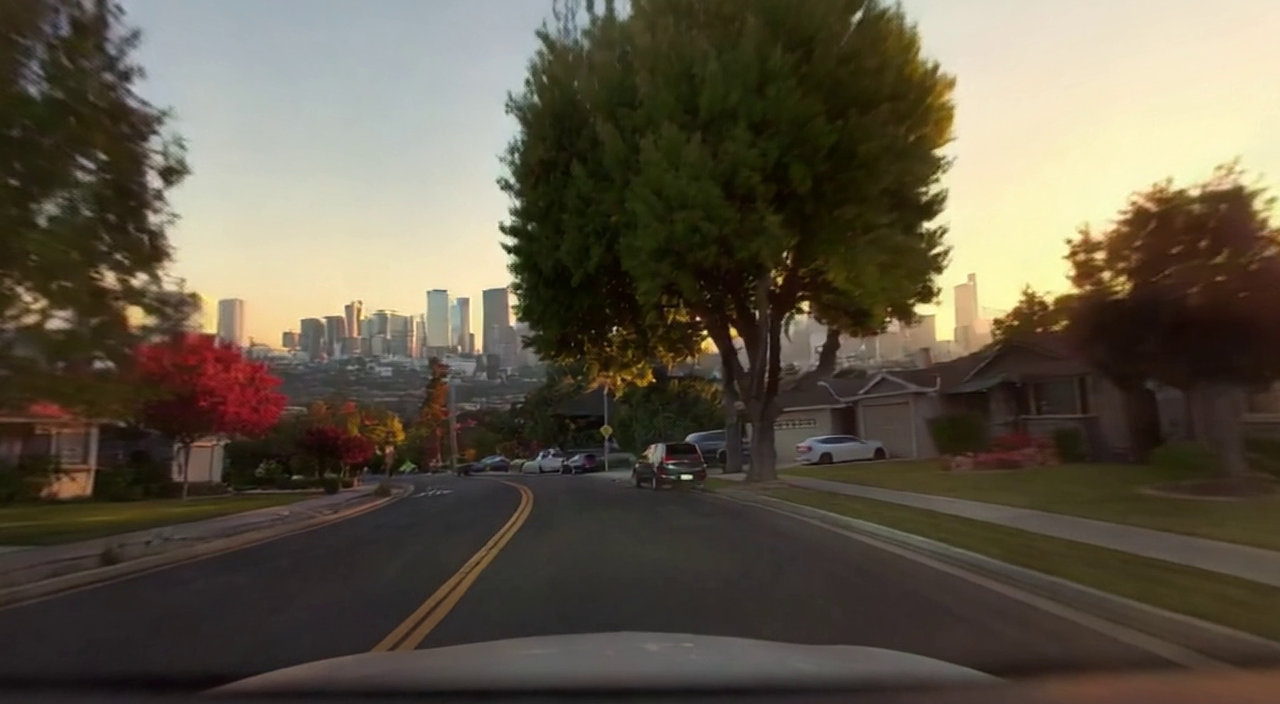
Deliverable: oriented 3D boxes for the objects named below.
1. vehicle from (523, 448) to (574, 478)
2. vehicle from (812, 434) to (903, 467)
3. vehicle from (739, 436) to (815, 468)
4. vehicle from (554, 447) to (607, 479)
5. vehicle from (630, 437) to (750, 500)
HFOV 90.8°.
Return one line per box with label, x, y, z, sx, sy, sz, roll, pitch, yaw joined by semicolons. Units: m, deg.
vehicle;-6.414;7.617;43.601;2.180;1.849;5.423;3;-9;-22
vehicle;10.521;4.722;30.450;4.253;1.458;1.900;5;-10;-35
vehicle;7.555;5.444;34.657;4.157;1.431;1.753;3;-8;-38
vehicle;-3.540;6.360;36.632;1.965;1.663;4.744;2;-9;-19
vehicle;1.209;3.227;18.081;2.181;1.494;5.023;1;-8;-11
